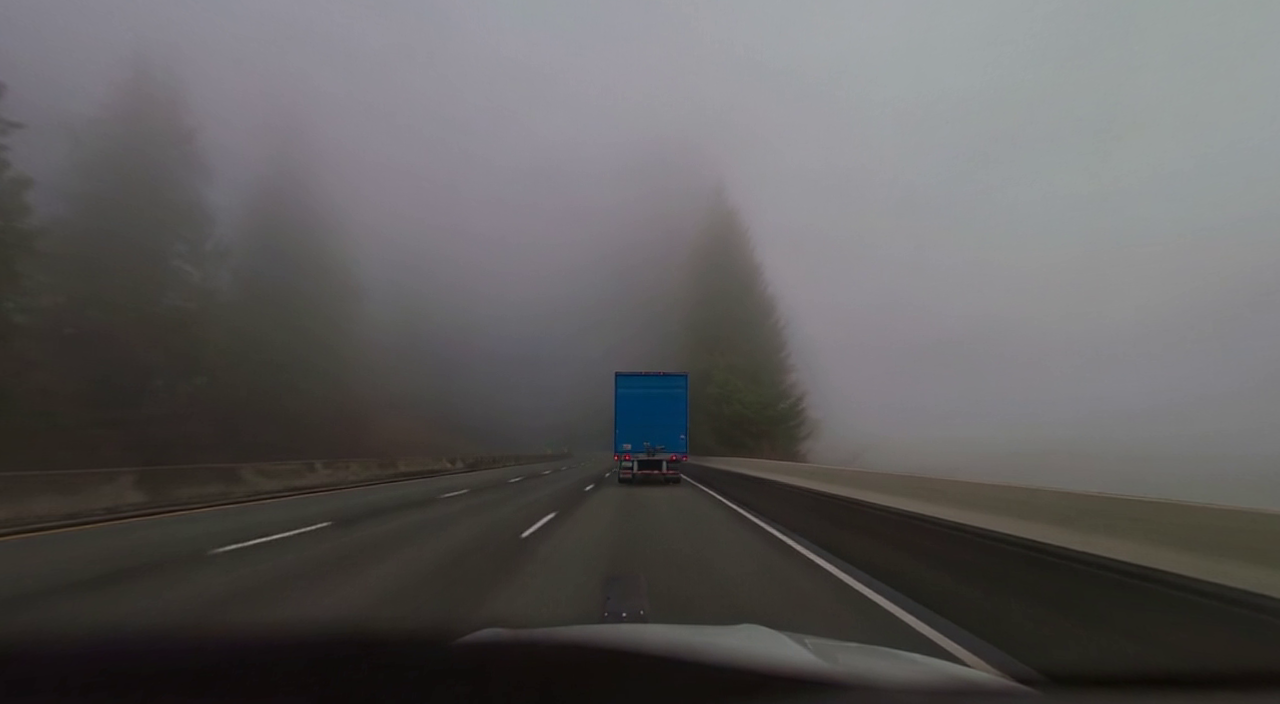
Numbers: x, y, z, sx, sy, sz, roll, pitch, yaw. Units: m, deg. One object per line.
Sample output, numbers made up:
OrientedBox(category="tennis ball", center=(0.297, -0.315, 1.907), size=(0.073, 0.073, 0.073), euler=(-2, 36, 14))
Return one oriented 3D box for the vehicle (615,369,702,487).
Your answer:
OrientedBox(category="vehicle", center=(0.551, 3.314, 26.350), size=(2.898, 3.973, 10.063), euler=(0, -9, -1))
